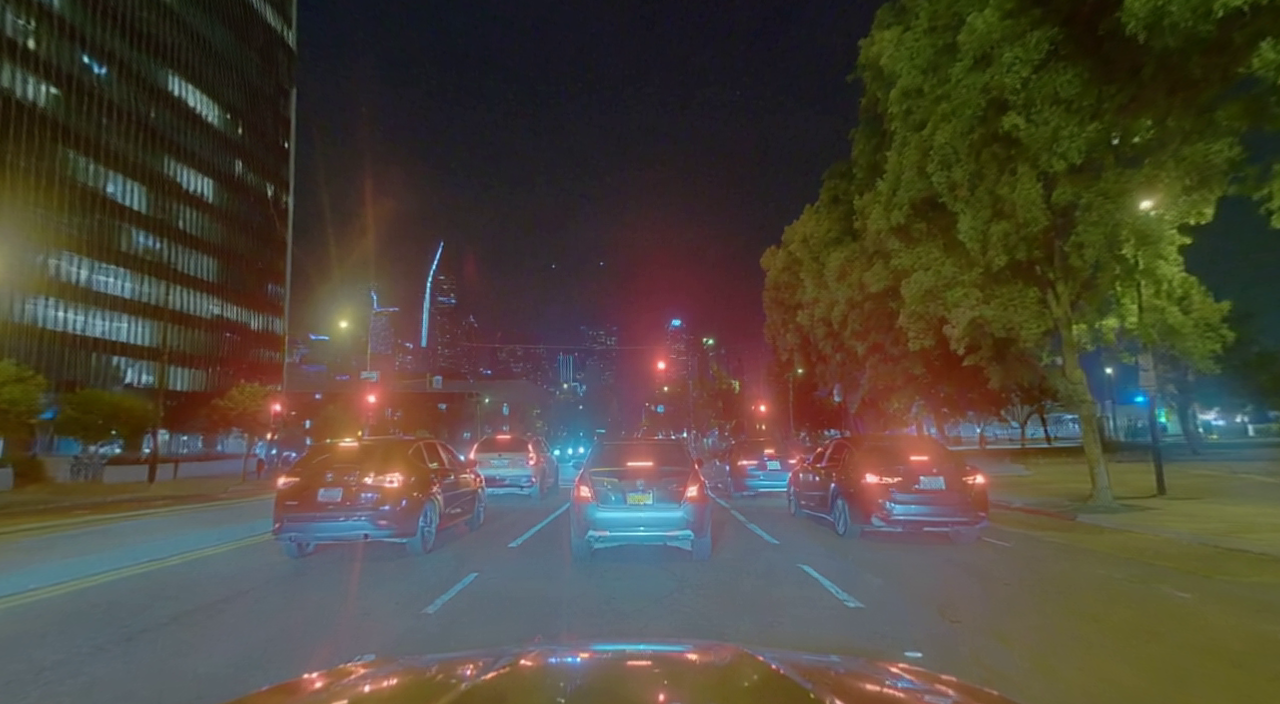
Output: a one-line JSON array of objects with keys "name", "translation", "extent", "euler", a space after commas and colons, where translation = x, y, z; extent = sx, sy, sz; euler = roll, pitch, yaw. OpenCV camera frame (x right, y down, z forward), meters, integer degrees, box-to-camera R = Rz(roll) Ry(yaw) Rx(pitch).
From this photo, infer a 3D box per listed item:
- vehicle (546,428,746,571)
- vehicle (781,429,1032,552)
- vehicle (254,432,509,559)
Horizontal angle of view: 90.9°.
[{"name": "vehicle", "translation": [0.046, 1.842, 8.660], "extent": [2.101, 1.480, 3.929], "euler": [0, -8, 0]}, {"name": "vehicle", "translation": [3.784, 2.029, 10.028], "extent": [1.990, 1.486, 4.431], "euler": [0, -8, -1]}, {"name": "vehicle", "translation": [-3.464, 1.985, 9.469], "extent": [2.002, 1.465, 4.098], "euler": [0, -8, 1]}]
